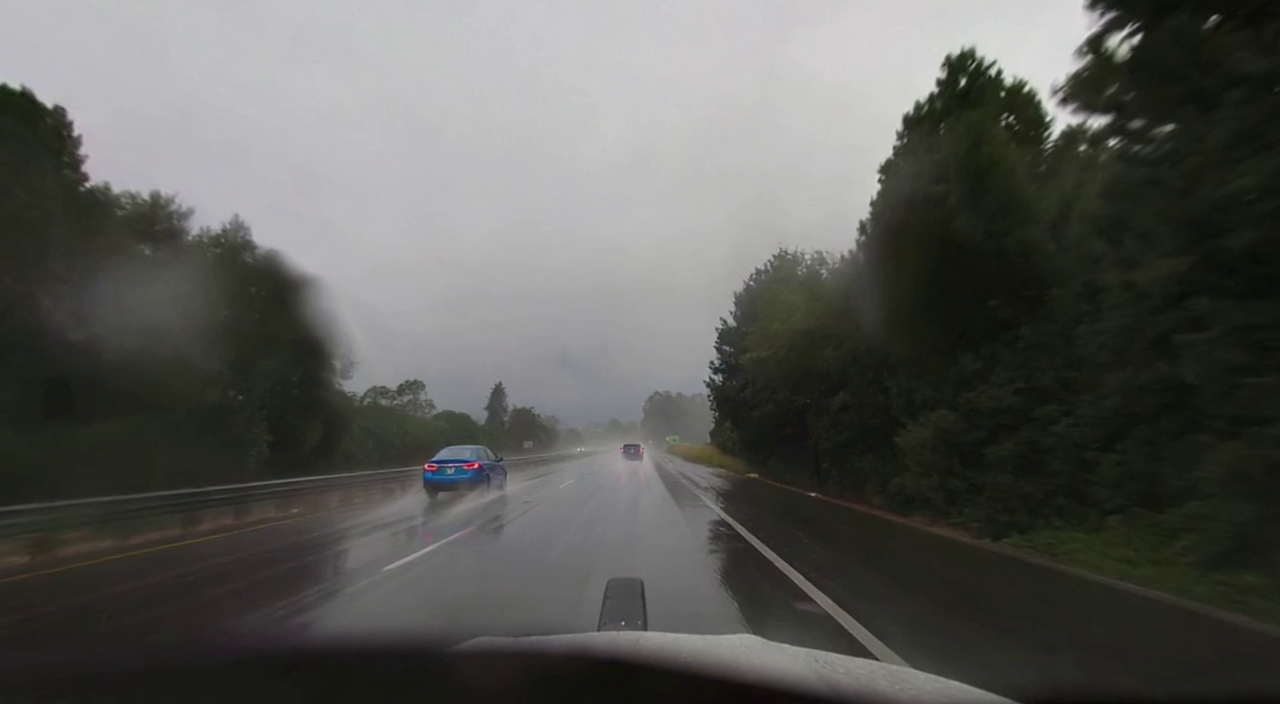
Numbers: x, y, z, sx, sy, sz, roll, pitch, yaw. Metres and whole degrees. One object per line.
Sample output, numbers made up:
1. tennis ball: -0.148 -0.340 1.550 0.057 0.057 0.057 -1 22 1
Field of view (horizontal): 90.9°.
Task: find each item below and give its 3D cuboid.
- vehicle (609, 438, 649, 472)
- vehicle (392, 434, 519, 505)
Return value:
1. vehicle: -0.605 5.788 35.575 2.126 1.786 3.958 0 -9 -1
2. vehicle: -4.749 3.095 16.990 2.113 1.656 4.215 0 -9 0
